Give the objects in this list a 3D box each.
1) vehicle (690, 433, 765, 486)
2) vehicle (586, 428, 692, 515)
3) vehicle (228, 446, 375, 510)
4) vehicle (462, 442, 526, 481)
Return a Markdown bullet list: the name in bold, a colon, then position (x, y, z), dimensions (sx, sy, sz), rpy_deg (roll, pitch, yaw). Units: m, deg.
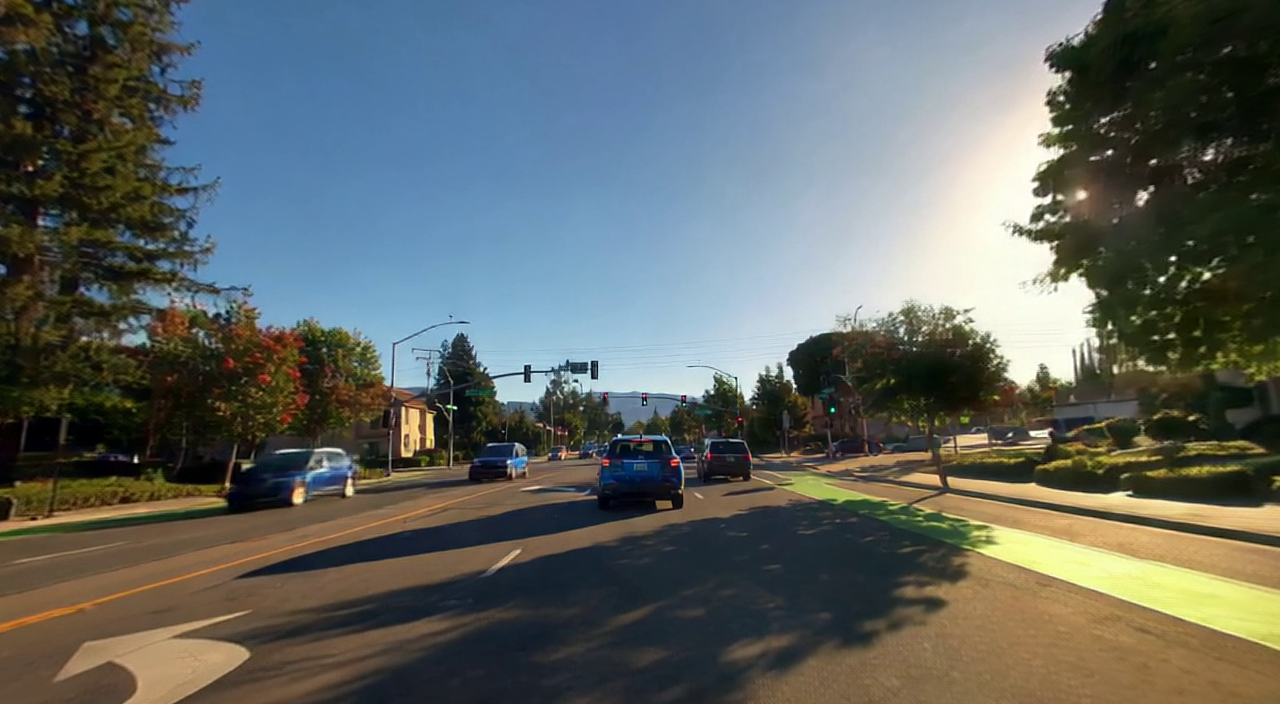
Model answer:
- **vehicle**: position (3.231, 4.081, 24.249), dimensions (2.189, 1.815, 4.495), rpy_deg (0, -8, 0)
- **vehicle**: position (-0.012, 2.688, 14.652), dimensions (2.109, 1.730, 3.963), rpy_deg (0, -8, 0)
- **vehicle**: position (-9.947, 3.692, 19.023), dimensions (1.886, 1.666, 4.575), rpy_deg (0, -8, 0)
- **vehicle**: position (-6.943, 5.237, 30.451), dimensions (2.005, 1.729, 4.293), rpy_deg (0, -8, 0)
